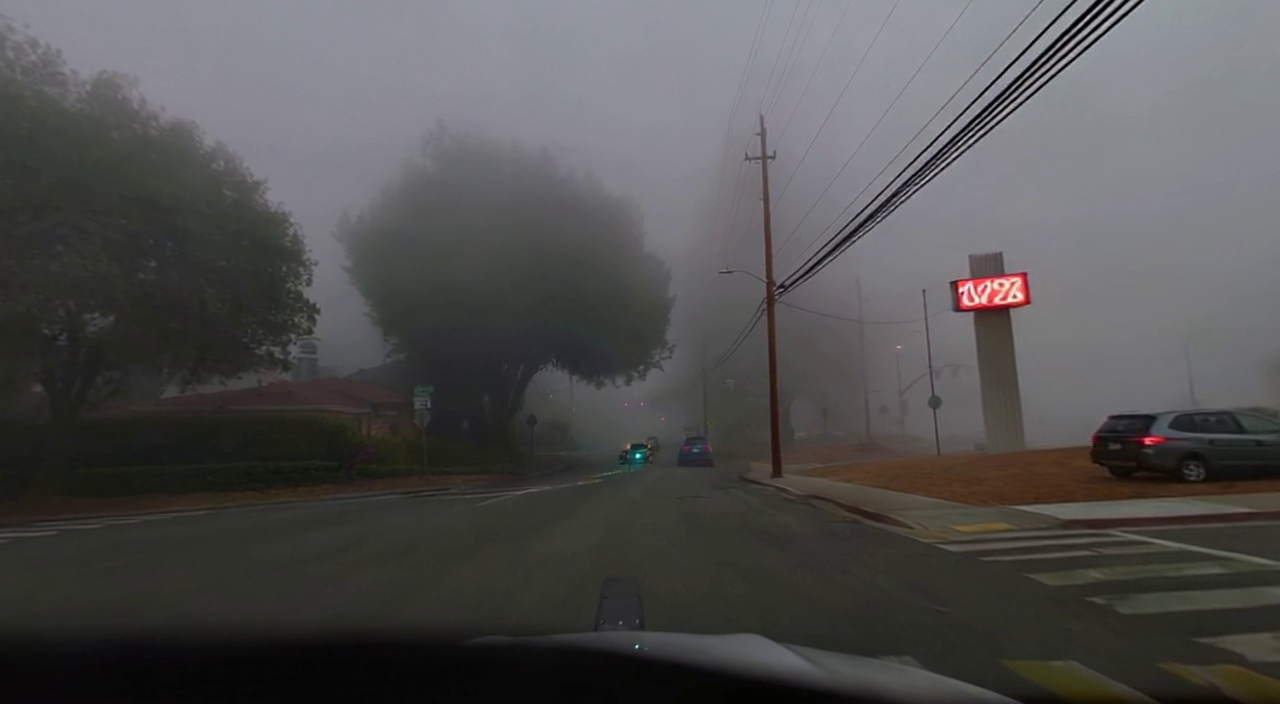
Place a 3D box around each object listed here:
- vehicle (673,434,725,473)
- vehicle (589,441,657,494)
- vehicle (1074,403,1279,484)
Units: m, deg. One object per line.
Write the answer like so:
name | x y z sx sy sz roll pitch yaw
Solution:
vehicle | 3.196 5.470 34.272 2.553 1.868 5.536 -1 -8 5
vehicle | -0.570 3.493 19.484 1.874 1.427 3.976 0 -8 -3
vehicle | 13.351 2.159 14.979 4.518 1.764 2.014 -1 -8 3
